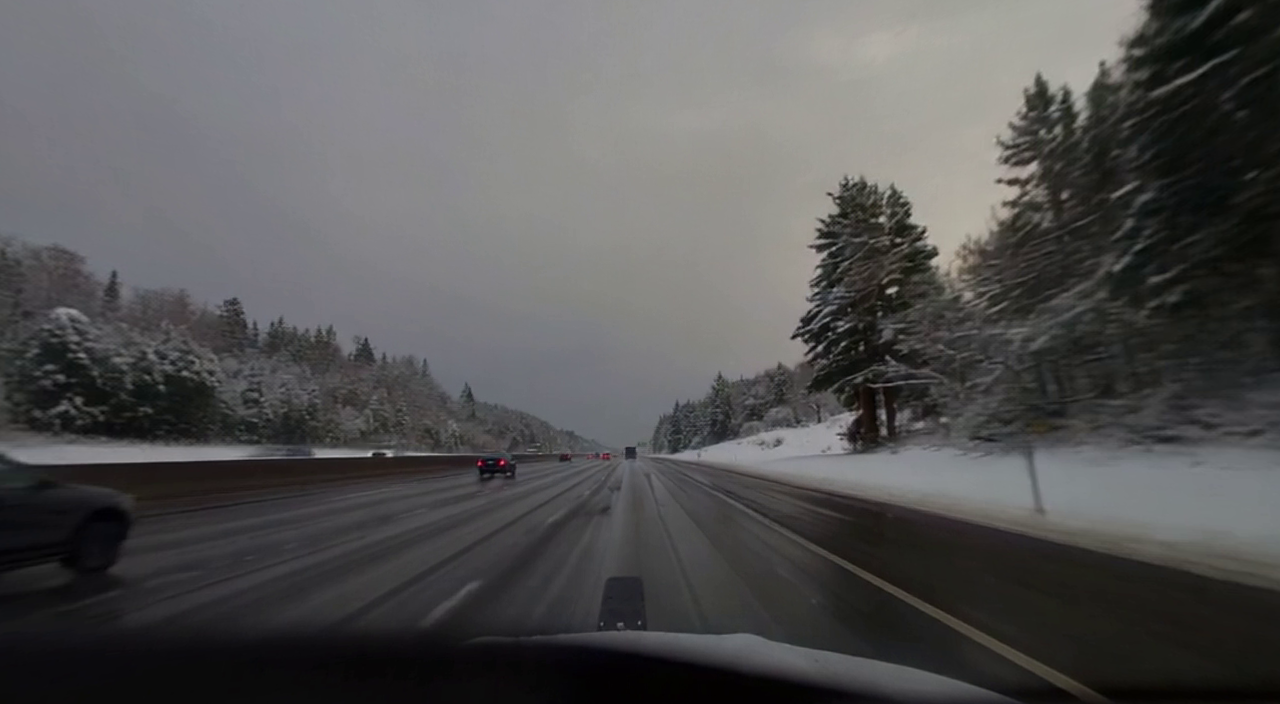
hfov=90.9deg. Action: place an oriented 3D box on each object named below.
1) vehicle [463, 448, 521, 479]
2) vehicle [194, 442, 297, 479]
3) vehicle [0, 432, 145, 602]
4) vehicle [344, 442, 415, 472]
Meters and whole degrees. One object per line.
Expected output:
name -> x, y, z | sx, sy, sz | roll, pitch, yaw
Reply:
vehicle -> -7.507, 5.695, 32.417 | 1.966, 1.476, 4.240 | 0, -9, 0
vehicle -> -18.525, 5.122, 29.876 | 1.931, 1.572, 4.643 | 0, -9, -1
vehicle -> -6.669, 1.343, 4.778 | 2.015, 1.483, 4.626 | 0, -9, 1
vehicle -> -15.057, 6.103, 36.754 | 2.070, 1.621, 4.781 | 0, -9, 0
